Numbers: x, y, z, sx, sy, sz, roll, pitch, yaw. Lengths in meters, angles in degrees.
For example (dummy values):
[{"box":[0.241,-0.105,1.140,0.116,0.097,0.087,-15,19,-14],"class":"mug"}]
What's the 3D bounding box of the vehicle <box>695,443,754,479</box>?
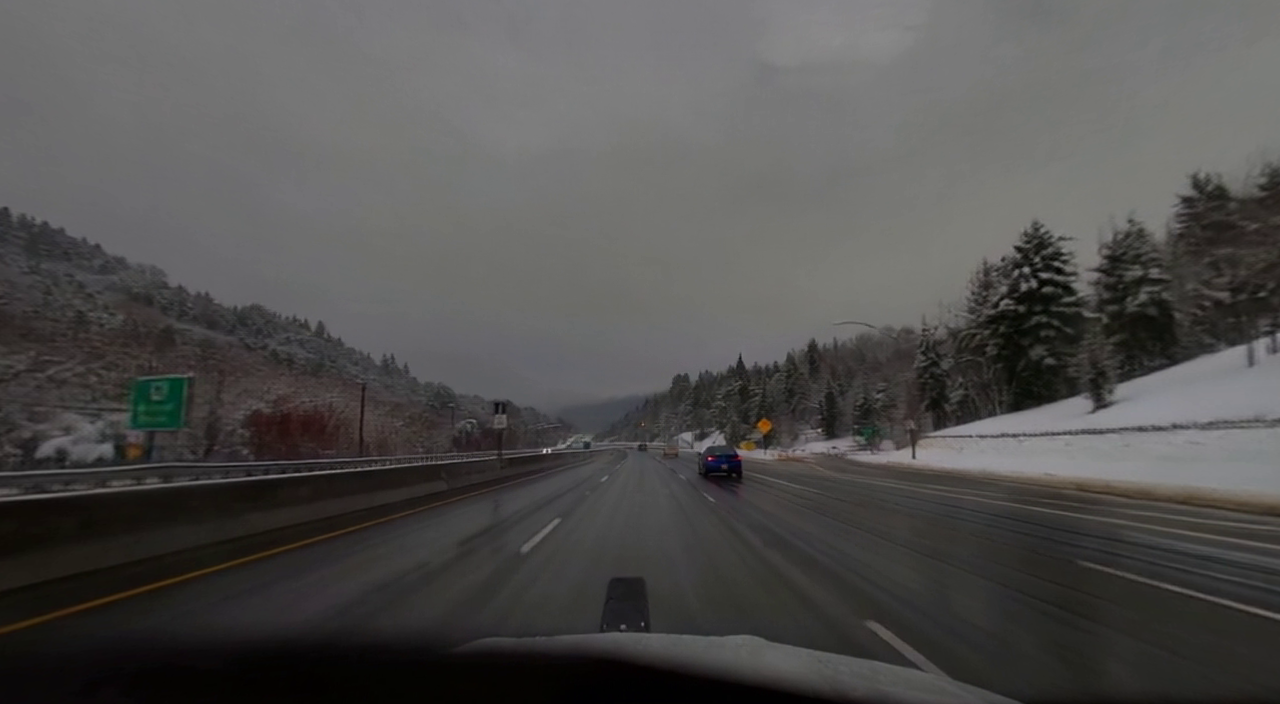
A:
[{"box":[3.655,4.787,28.006,1.916,1.469,4.481,0,-8,-1],"class":"vehicle"}]
